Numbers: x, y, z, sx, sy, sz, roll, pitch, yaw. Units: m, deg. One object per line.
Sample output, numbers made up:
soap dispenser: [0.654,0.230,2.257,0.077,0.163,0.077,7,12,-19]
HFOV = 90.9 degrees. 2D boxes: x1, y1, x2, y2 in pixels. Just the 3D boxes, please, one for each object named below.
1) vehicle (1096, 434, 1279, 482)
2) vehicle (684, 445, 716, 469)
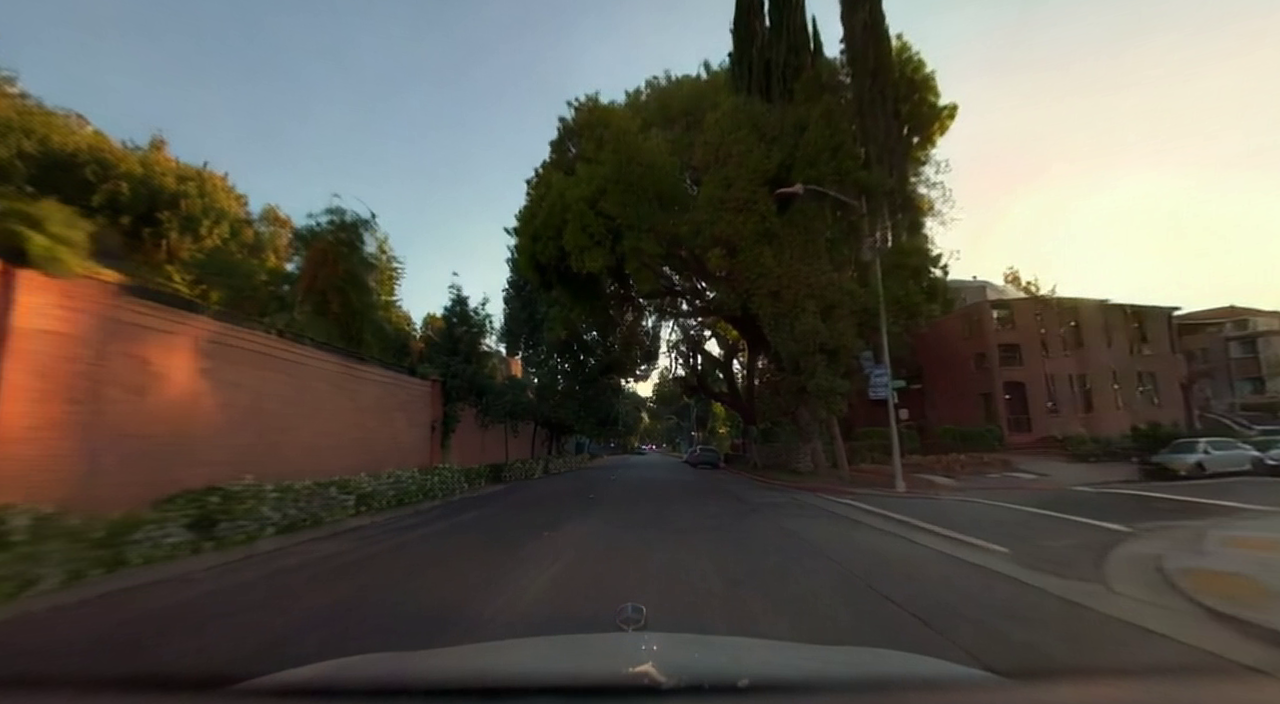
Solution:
vehicle: [19.044,3.715,21.967,4.697,1.502,2.124,1,-11,-4]
vehicle: [4.452,7.875,47.677,2.048,1.596,5.543,1,-8,2]
